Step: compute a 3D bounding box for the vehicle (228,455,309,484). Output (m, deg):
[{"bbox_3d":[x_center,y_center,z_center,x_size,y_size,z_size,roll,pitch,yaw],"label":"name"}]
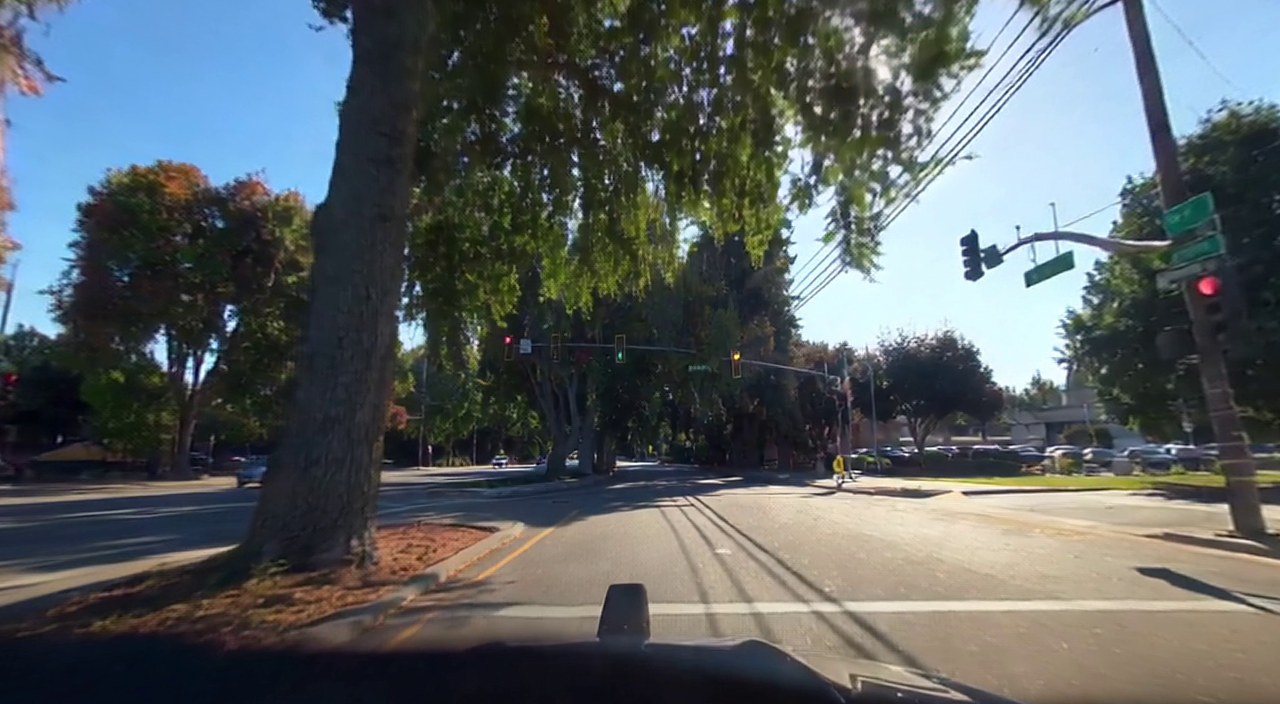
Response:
[{"bbox_3d":[-21.034,6.633,35.897,1.965,1.475,4.269,0,-8,1],"label":"vehicle"}]
